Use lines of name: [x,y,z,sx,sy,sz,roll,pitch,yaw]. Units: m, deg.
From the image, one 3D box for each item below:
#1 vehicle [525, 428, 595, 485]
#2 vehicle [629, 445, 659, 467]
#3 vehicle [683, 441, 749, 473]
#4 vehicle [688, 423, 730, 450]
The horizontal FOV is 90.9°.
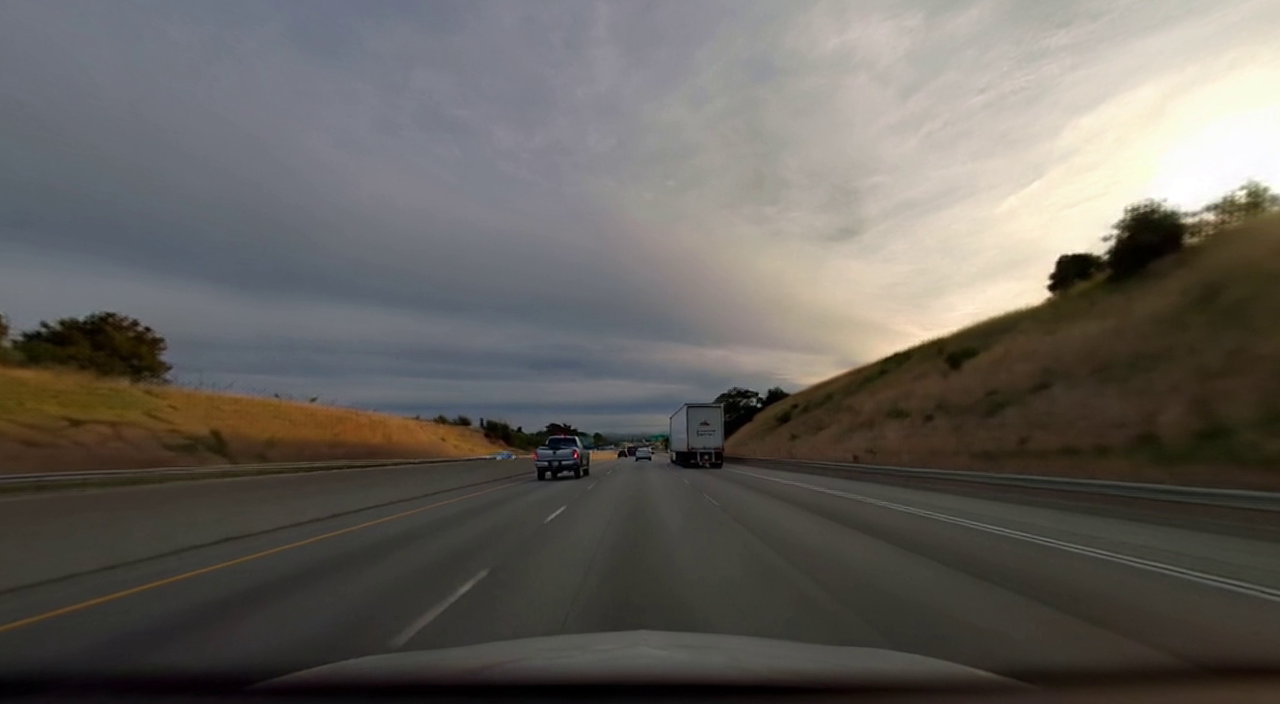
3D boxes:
vehicle: [-3.074,4.167,25.180,2.142,2.044,4.446,0,-9,1]
vehicle: [0.276,7.581,46.013,2.086,1.497,3.681,0,-9,0]
vehicle: [4.185,6.085,36.720,2.654,1.574,9.537,0,-9,0]
vehicle: [4.096,5.128,37.992,1.968,1.547,4.215,0,-9,-1]
